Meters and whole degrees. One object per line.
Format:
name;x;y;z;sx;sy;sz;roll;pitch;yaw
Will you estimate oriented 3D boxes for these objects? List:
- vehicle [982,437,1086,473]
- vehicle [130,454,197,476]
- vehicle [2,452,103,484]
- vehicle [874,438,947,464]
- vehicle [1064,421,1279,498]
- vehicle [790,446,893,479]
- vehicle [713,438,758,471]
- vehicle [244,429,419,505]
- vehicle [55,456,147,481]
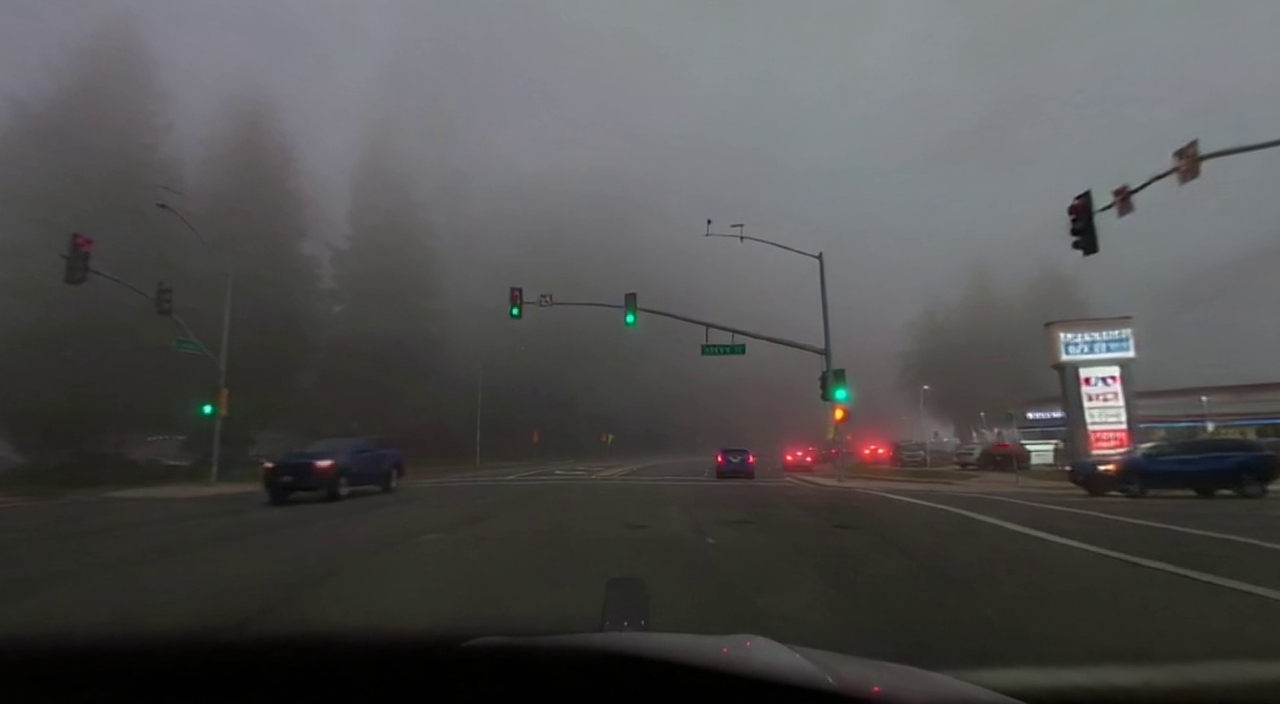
vehicle;21.175;5.525;33.899;4.707;1.790;2.357;4;-9;-23
vehicle;-34.276;8.117;45.491;1.702;1.407;4.019;0;-9;-1
vehicle;-36.959;7.284;39.821;2.122;1.801;4.427;0;-9;-2
vehicle;19.654;7.211;46.086;4.557;1.825;2.350;-3;-9;16
vehicle;14.856;2.925;17.368;4.713;1.969;2.201;0;-9;-2
vehicle;9.695;5.333;30.697;1.938;1.466;4.434;6;-11;-35
vehicle;5.299;5.662;34.946;2.311;1.715;4.287;-1;-9;8
vehicle;-7.858;2.967;16.671;2.309;1.702;4.323;0;-9;2
vehicle;-34.478;7.436;40.478;1.802;1.442;4.601;0;-9;1
